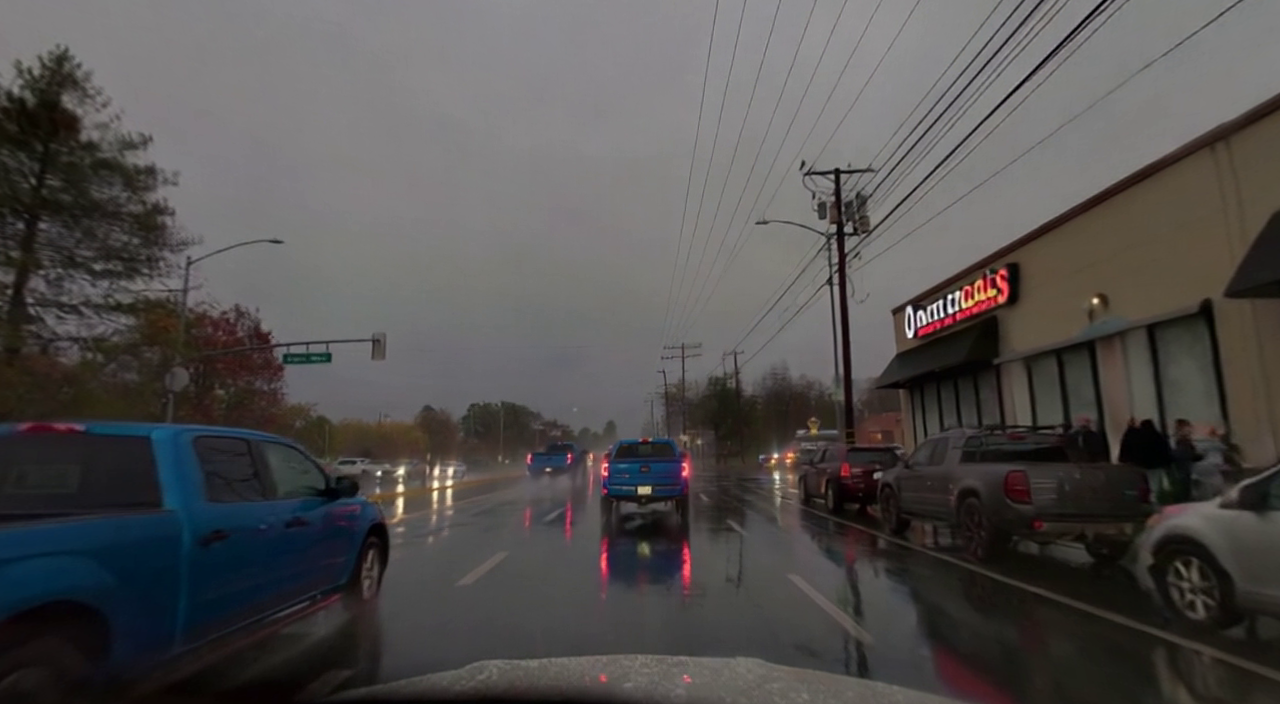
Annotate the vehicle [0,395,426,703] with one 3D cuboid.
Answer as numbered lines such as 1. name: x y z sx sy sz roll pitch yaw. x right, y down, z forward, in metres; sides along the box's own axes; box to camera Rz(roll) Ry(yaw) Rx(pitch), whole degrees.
1. vehicle: -3.159 1.158 3.695 1.995 1.554 4.618 0 -9 3

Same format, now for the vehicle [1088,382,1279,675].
1. vehicle: 4.891 0.963 3.087 2.014 1.755 4.520 0 -9 0

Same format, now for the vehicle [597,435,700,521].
1. vehicle: 0.300 2.896 15.111 2.089 1.699 4.650 0 -9 3

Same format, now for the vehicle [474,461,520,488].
1. vehicle: -9.132 7.867 40.567 1.918 1.522 4.486 0 -9 1

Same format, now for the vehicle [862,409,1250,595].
1. vehicle: 4.924 1.832 8.638 2.007 1.786 4.870 0 -9 0

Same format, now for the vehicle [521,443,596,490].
1. vehicle: -3.355 4.844 27.074 2.140 1.768 5.092 0 -9 4
